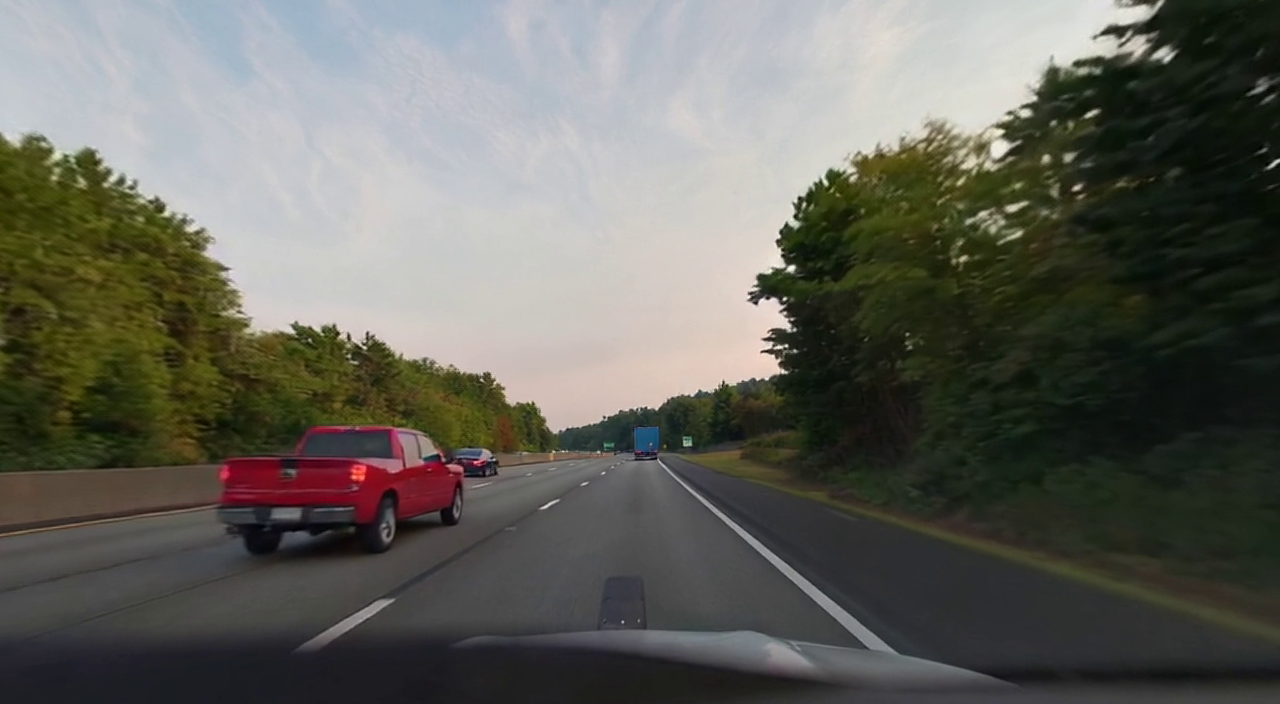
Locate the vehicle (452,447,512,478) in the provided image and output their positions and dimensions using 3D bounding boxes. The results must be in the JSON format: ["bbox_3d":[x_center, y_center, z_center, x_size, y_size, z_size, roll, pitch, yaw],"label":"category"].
[{"bbox_3d":[-8.020,5.652,32.418,1.877,1.433,4.266,-1,-9,1],"label":"vehicle"}]

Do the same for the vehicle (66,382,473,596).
[{"bbox_3d":[-4.011,1.624,8.306,2.124,1.888,5.226,-1,-9,1],"label":"vehicle"}]
